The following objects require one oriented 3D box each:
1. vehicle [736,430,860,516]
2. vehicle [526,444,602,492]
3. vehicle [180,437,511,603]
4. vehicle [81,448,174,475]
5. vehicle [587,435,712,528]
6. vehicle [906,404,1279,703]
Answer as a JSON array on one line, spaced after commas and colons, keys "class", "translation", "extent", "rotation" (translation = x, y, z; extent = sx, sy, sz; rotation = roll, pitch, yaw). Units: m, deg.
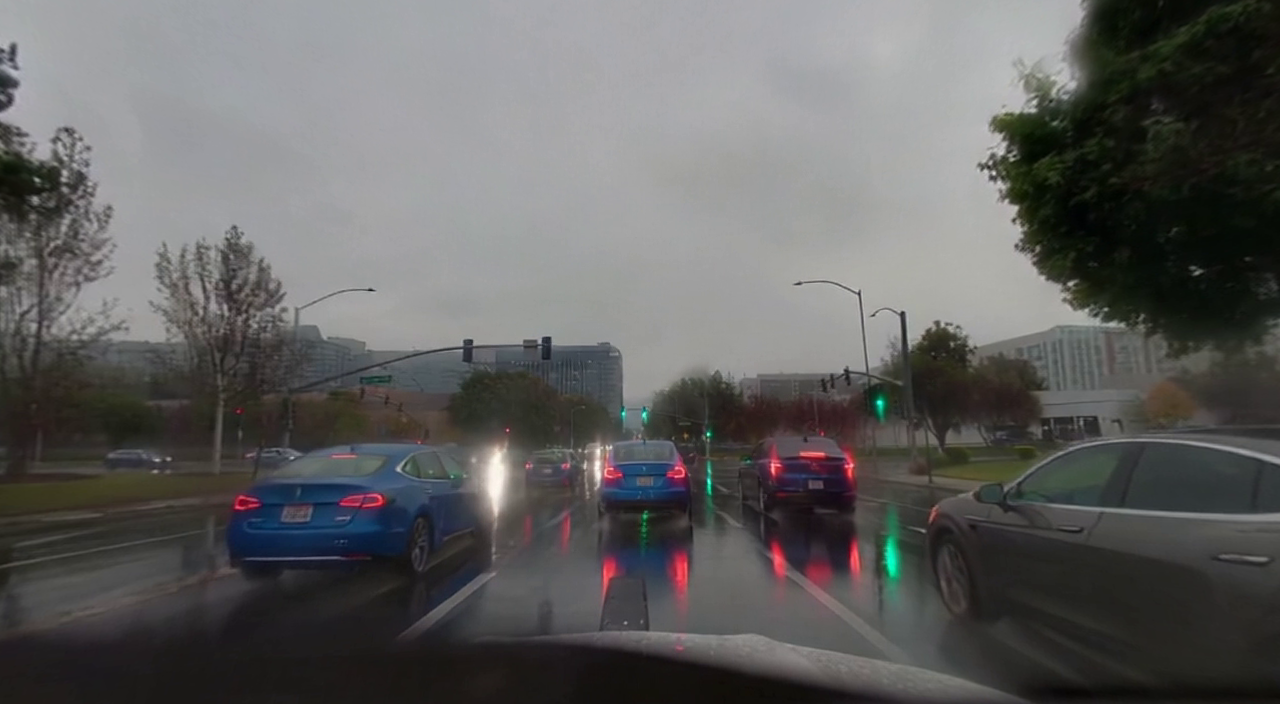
[{"class": "vehicle", "translation": [3.556, 2.791, 15.014], "extent": [1.938, 1.732, 4.006], "rotation": [0, -9, 0]}, {"class": "vehicle", "translation": [-2.633, 4.120, 22.785], "extent": [2.089, 1.537, 4.073], "rotation": [-1, -9, 2]}, {"class": "vehicle", "translation": [-3.137, 1.860, 7.983], "extent": [2.015, 1.478, 4.407], "rotation": [0, -9, 1]}, {"class": "vehicle", "translation": [-38.557, 8.235, 47.533], "extent": [5.268, 1.770, 2.107], "rotation": [-3, -9, 2]}, {"class": "vehicle", "translation": [0.148, 2.559, 13.034], "extent": [2.144, 1.563, 4.218], "rotation": [0, -9, 0]}, {"class": "vehicle", "translation": [3.337, 1.086, 3.193], "extent": [1.951, 1.522, 4.614], "rotation": [0, -9, 0]}]
